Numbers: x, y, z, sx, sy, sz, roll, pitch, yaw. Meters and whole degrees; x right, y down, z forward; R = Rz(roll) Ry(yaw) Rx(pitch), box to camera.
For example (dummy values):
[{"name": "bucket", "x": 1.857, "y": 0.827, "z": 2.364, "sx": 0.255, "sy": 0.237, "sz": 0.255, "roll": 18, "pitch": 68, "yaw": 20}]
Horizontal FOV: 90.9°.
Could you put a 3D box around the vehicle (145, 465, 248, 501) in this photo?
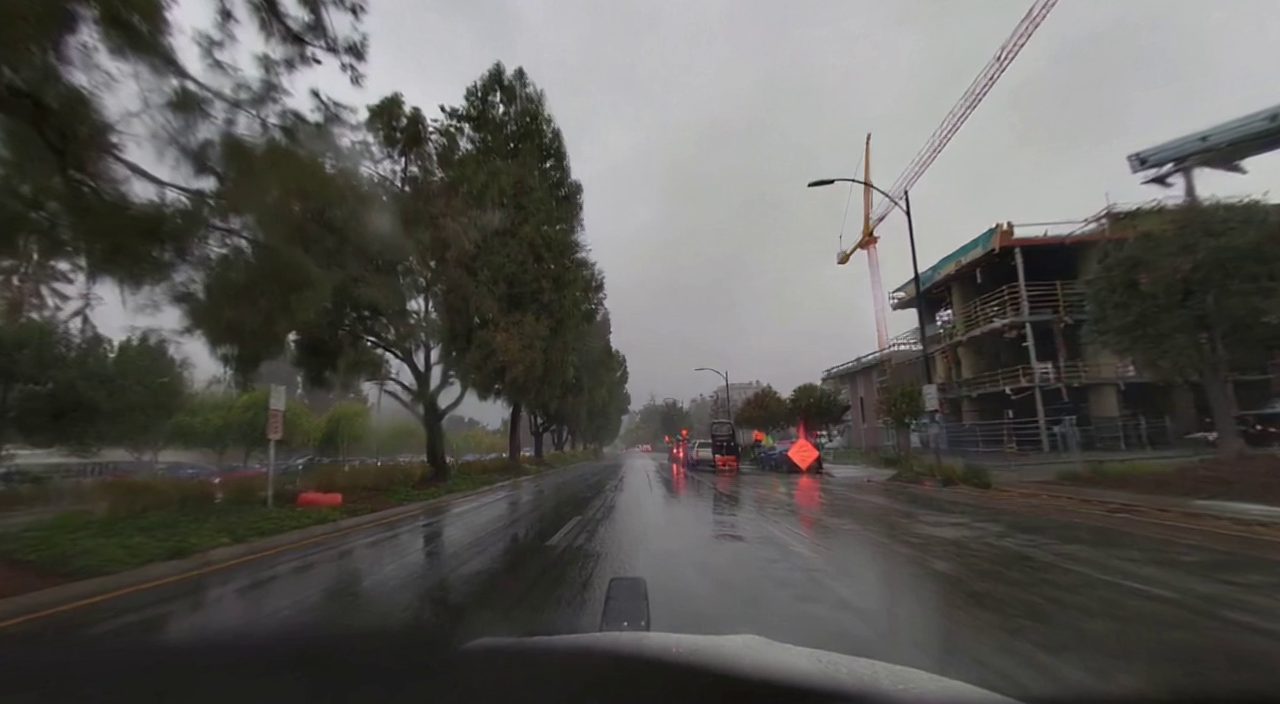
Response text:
[{"name": "vehicle", "x": -21.669, "y": 6.391, "z": 31.045, "sx": 1.847, "sy": 1.445, "sz": 4.441, "roll": 0, "pitch": -9, "yaw": 0}]

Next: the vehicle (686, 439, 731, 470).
[{"name": "vehicle", "x": 4.216, "y": 6.435, "z": 39.753, "sx": 2.050, "sy": 1.832, "sz": 4.794, "roll": 0, "pitch": -9, "yaw": -3}]

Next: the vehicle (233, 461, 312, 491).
[{"name": "vehicle", "x": -21.623, "y": 7.301, "z": 37.328, "sx": 1.900, "sy": 1.490, "sz": 4.775, "roll": 0, "pitch": -9, "yaw": -1}]

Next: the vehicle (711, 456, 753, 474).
[{"name": "vehicle", "x": 4.941, "y": 6.076, "z": 34.005, "sx": 1.973, "sy": 0.903, "sz": 2.151, "roll": -1, "pitch": -9, "yaw": 2}]

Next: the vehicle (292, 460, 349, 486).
[{"name": "vehicle", "x": -21.891, "y": 8.268, "z": 43.418, "sx": 1.832, "sy": 1.583, "sz": 4.083, "roll": 0, "pitch": -9, "yaw": -1}]

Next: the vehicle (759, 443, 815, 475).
[{"name": "vehicle", "x": 7.455, "y": 5.458, "z": 32.371, "sx": 1.933, "sy": 1.483, "sz": 4.330, "roll": 0, "pitch": -9, "yaw": 1}]
